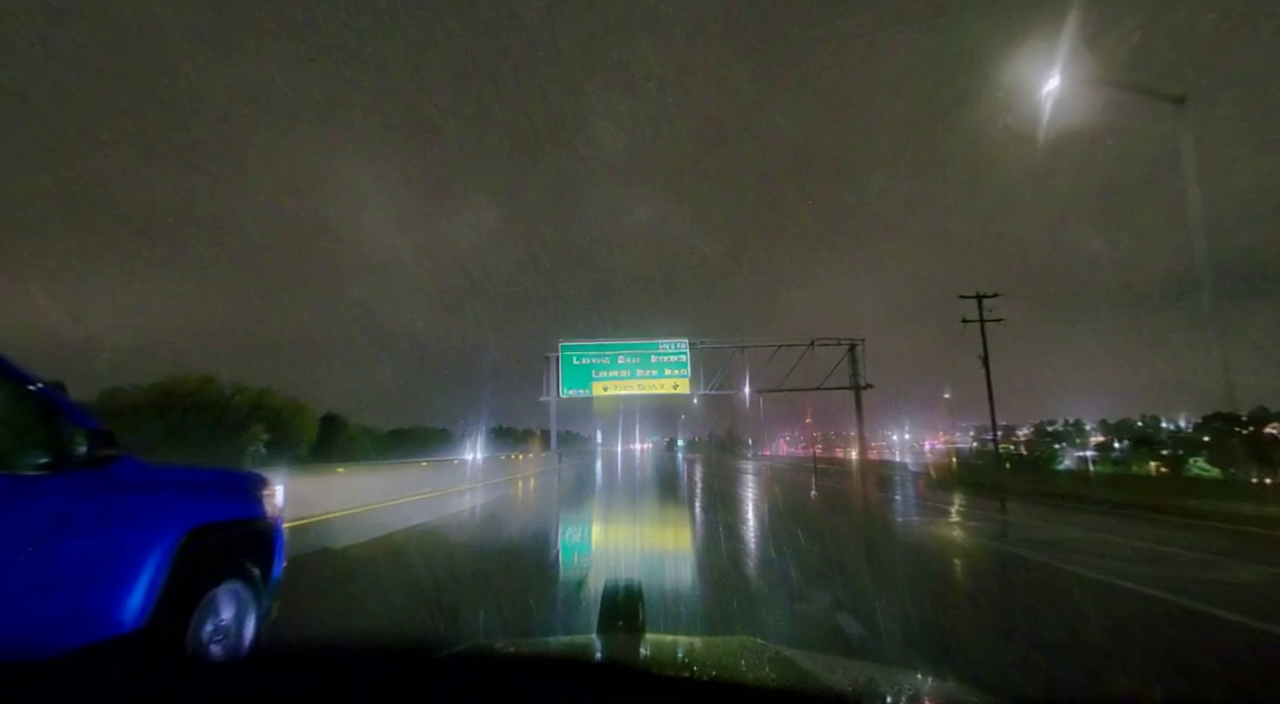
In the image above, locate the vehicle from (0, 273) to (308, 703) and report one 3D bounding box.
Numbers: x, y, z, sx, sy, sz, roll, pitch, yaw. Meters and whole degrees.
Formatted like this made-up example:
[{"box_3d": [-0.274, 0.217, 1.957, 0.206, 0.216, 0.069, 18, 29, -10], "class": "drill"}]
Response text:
[{"box_3d": [-3.853, 0.545, 1.910, 2.431, 1.928, 5.760, 0, -9, 1], "class": "vehicle"}]
